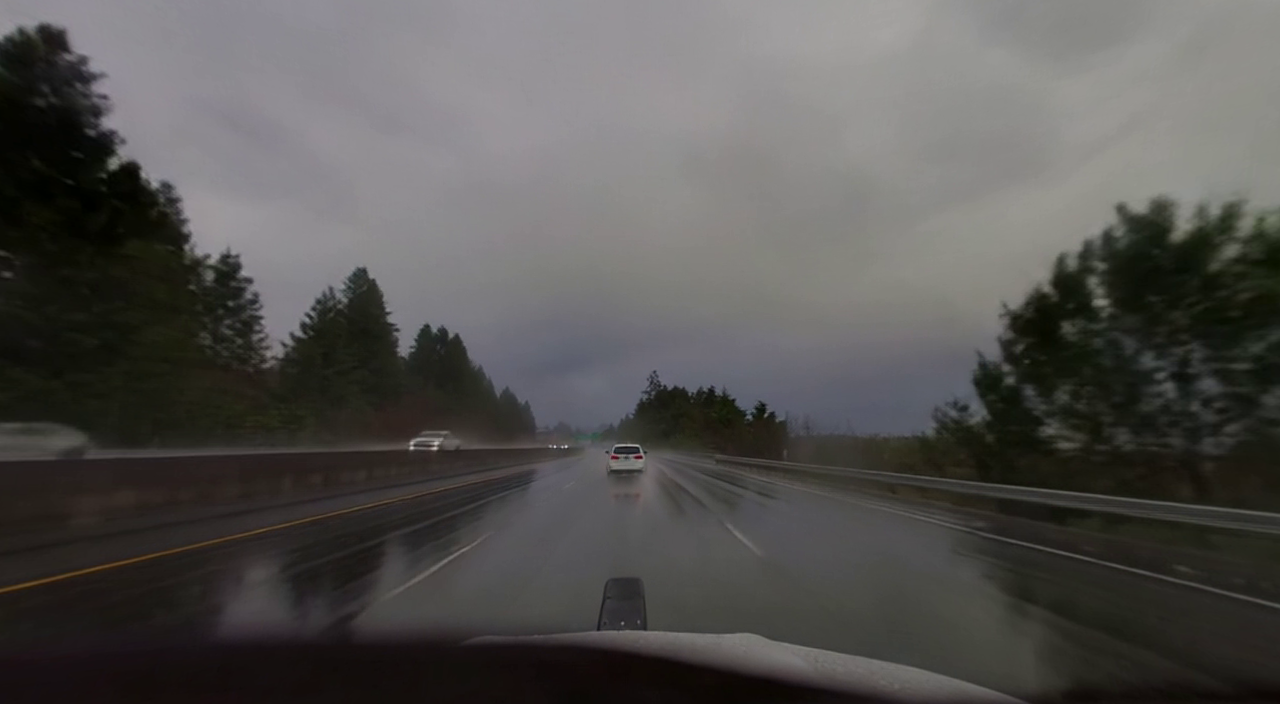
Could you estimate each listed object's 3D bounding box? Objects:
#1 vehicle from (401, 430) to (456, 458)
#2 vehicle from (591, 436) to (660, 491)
[{"bbox_3d":[-14.030,6.152,42.127,2.090,1.762,4.769,0,-9,-1],"label":"vehicle"},{"bbox_3d":[-0.461,3.529,20.303,2.011,1.590,3.607,0,-9,-1],"label":"vehicle"}]
